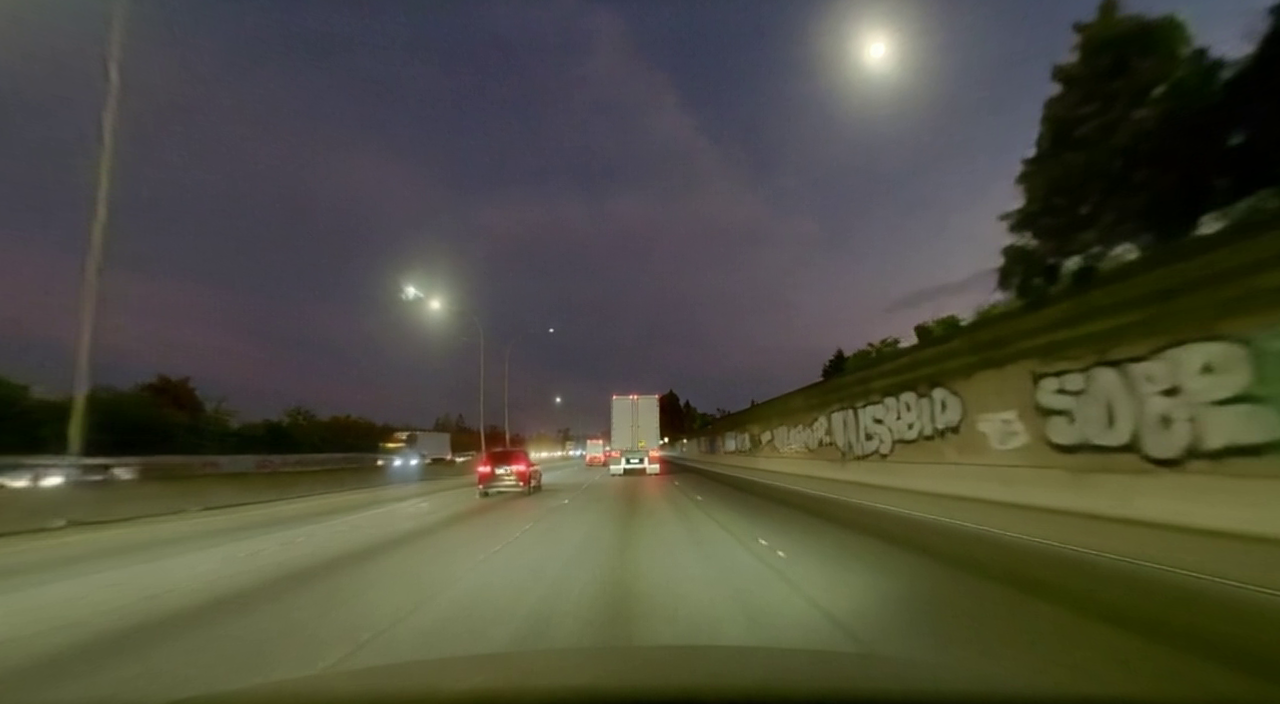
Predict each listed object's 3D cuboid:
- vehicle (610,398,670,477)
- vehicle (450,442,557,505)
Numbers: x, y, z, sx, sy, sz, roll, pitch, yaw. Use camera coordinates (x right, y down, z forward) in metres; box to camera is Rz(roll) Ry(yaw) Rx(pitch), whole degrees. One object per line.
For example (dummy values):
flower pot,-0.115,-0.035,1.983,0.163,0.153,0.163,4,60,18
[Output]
vehicle,-0.108,5.212,37.506,3.042,4.023,10.832,0,-9,-1
vehicle,-3.718,3.395,17.892,2.158,1.538,4.047,0,-9,0
